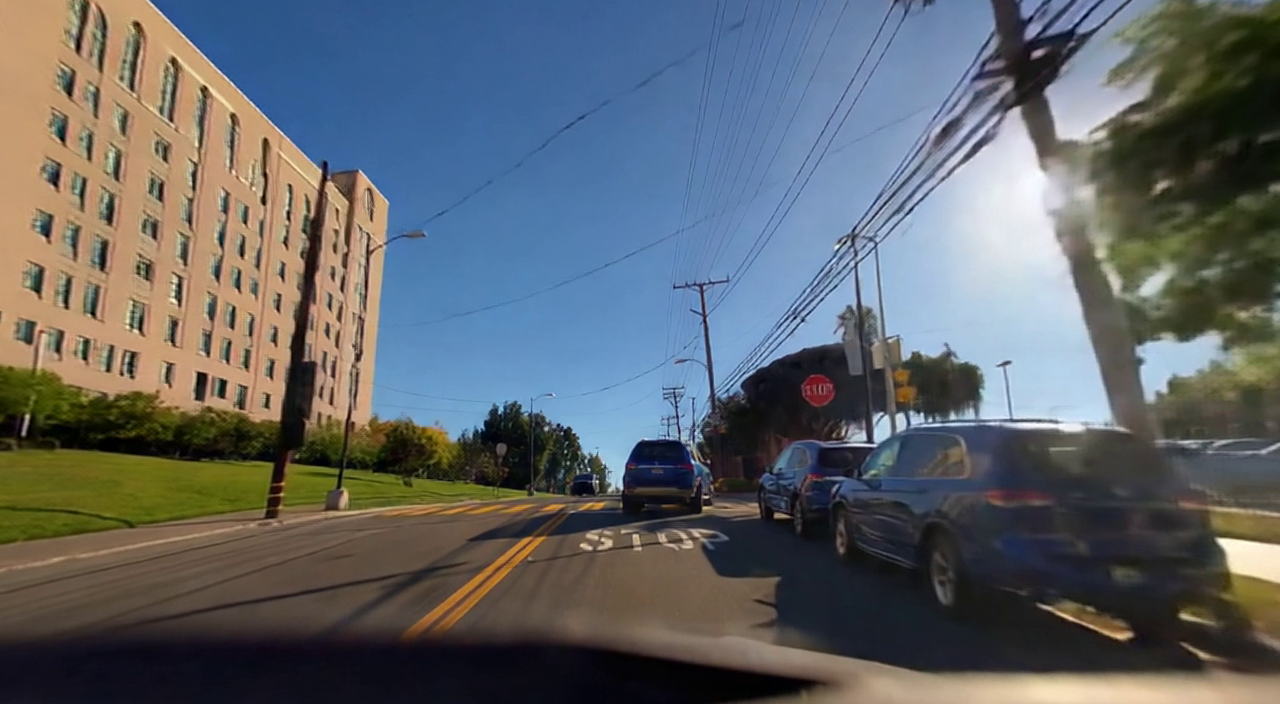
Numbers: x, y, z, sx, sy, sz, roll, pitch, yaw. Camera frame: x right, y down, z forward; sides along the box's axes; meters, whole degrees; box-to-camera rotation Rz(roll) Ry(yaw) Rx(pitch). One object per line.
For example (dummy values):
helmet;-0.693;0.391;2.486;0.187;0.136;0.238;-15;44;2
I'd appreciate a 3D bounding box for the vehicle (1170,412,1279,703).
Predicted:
vehicle;3.400;0.739;0.813;1.828;1.476;3.984;0;-8;-3

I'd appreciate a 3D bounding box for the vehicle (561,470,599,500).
vehicle;-3.604;8.086;38.566;1.911;1.563;4.057;0;-8;0

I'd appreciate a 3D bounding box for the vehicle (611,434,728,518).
vehicle;0.949;3.059;16.266;2.214;1.789;4.872;-2;-9;12

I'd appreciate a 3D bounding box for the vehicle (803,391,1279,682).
vehicle;3.266;1.429;6.099;2.039;1.731;4.428;0;-8;-2
